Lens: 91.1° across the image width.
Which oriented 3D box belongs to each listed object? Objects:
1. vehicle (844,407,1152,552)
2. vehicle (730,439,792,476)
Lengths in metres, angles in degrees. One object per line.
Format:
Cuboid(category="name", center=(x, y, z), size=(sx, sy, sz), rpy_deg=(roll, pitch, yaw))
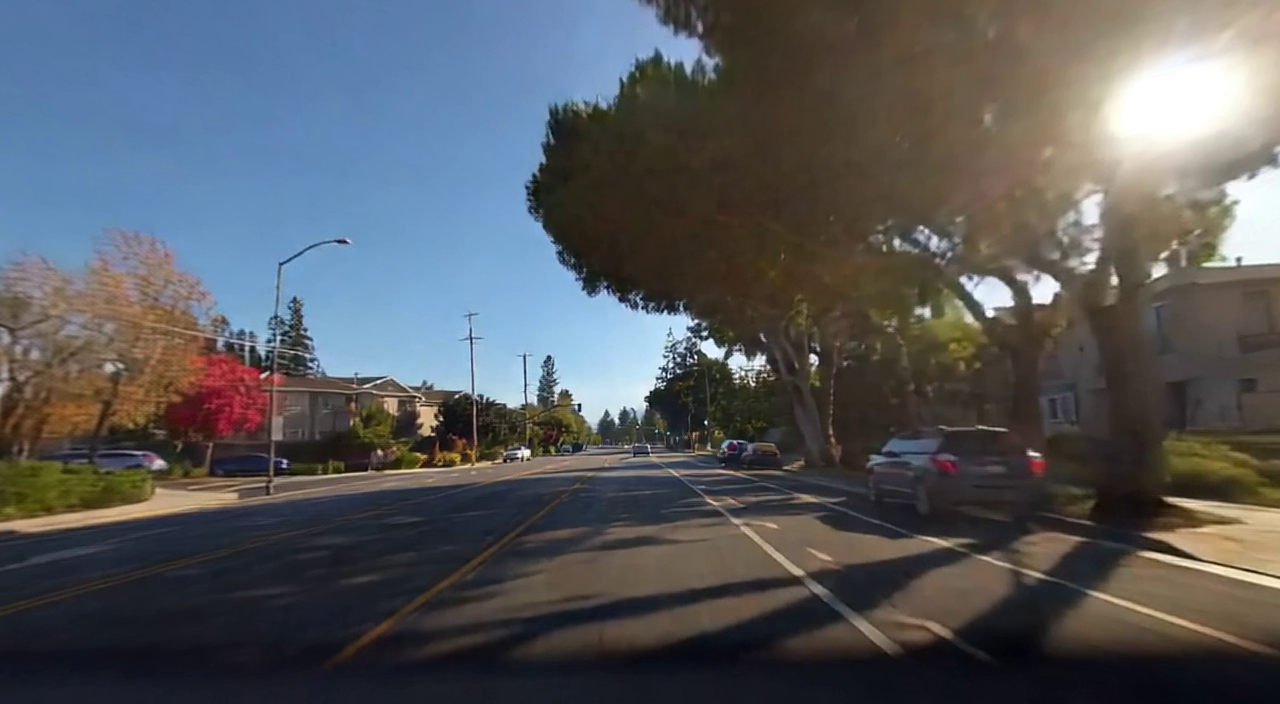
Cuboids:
Cuboid(category="vehicle", center=(5.108, 1.895, 10.021), size=(2.140, 1.739, 4.721), rpy_deg=(0, -9, 1))
Cuboid(category="vehicle", center=(5.362, 4.720, 28.333), size=(1.851, 1.487, 4.566), rpy_deg=(0, -9, 0))
